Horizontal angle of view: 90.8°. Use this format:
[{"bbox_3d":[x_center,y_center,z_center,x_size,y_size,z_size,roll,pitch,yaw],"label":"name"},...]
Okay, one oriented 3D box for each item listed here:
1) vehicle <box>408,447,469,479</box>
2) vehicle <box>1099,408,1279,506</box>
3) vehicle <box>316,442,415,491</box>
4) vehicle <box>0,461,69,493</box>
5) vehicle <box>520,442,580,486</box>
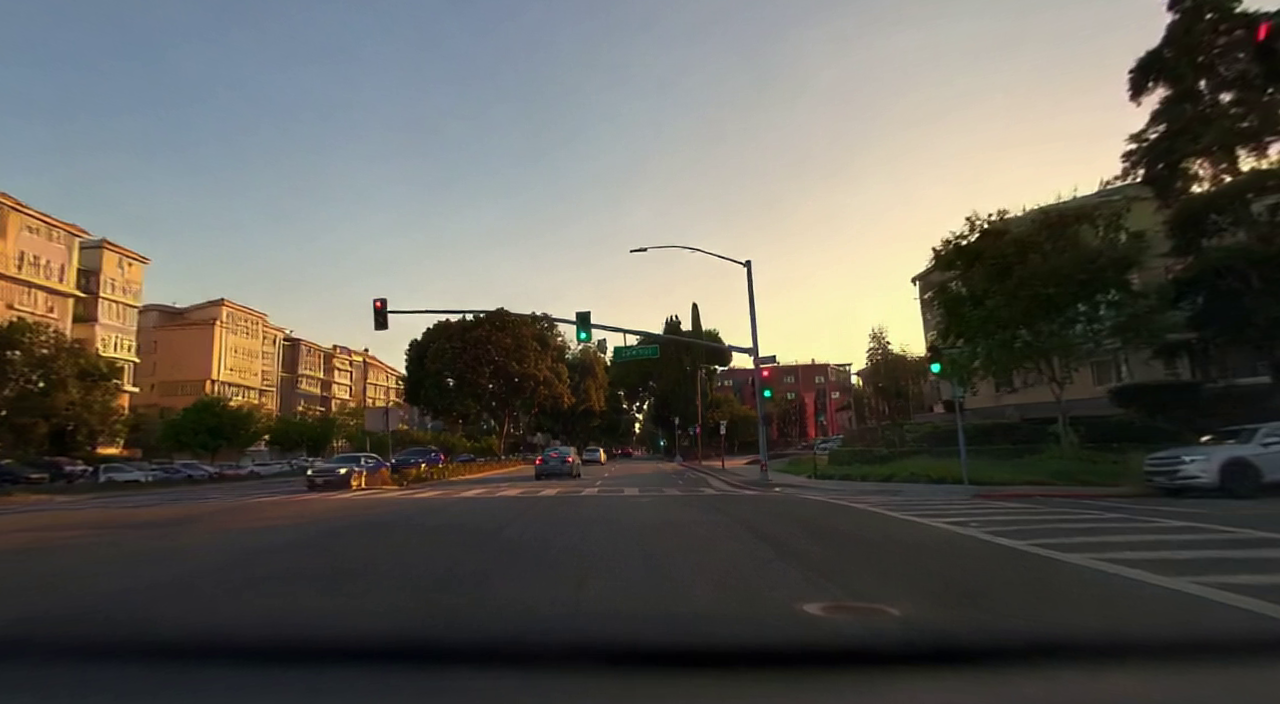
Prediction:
[{"bbox_3d":[-11.757,6.472,37.190,2.040,1.707,4.522,-1,-9,1],"label":"vehicle"},{"bbox_3d":[11.914,1.972,11.878,4.856,1.655,2.076,0,-10,0],"label":"vehicle"},{"bbox_3d":[-11.919,4.977,27.903,2.105,1.759,5.403,-4,-9,-1],"label":"vehicle"},{"bbox_3d":[-36.372,7.197,36.503,4.694,1.716,2.024,0,-9,-1],"label":"vehicle"},{"bbox_3d":[-3.803,4.783,27.341,1.959,1.741,4.141,0,-8,1],"label":"vehicle"}]
